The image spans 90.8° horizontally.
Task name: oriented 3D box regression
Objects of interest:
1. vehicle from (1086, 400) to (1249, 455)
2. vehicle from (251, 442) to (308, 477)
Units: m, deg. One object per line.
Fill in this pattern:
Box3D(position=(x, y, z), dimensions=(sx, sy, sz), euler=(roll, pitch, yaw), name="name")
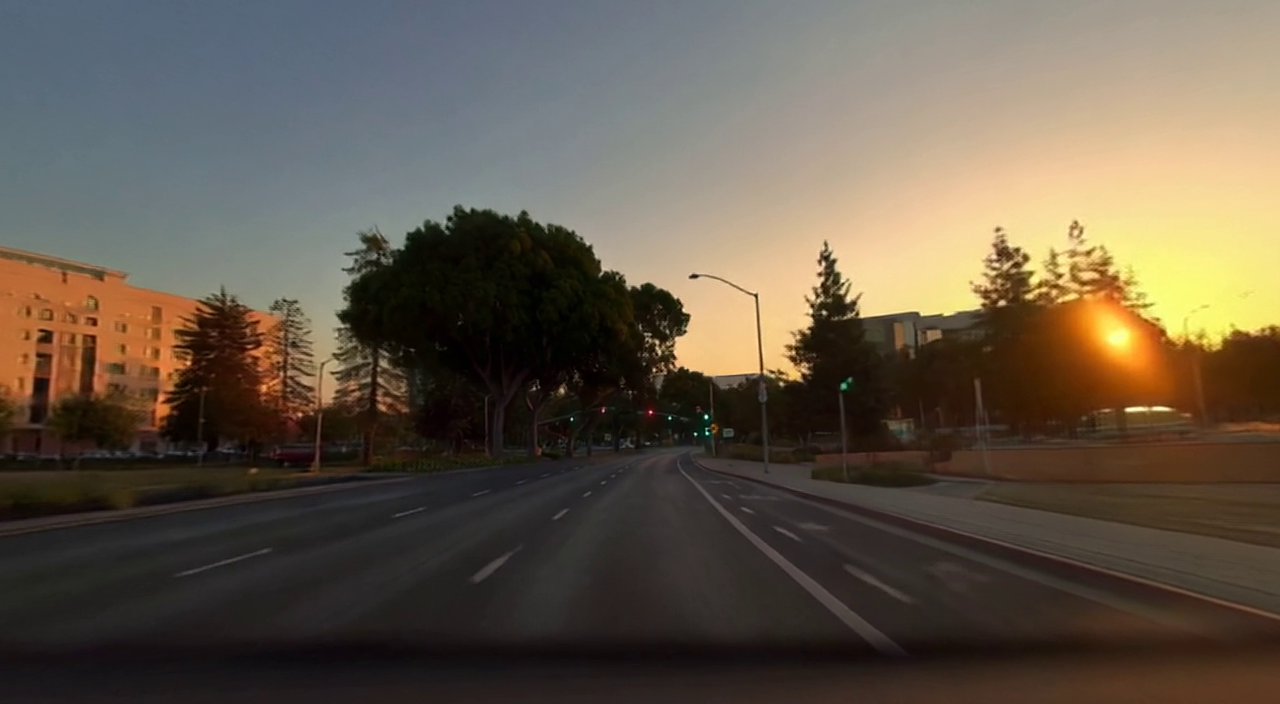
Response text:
Box3D(position=(38.006, 5.328, 45.382), dimensions=(12.668, 3.508, 3.144), euler=(1, -8, -22), name="vehicle")
Box3D(position=(-27.375, 8.131, 48.098), dimensions=(2.249, 2.488, 3.048), euler=(-3, -8, 8), name="vehicle")
